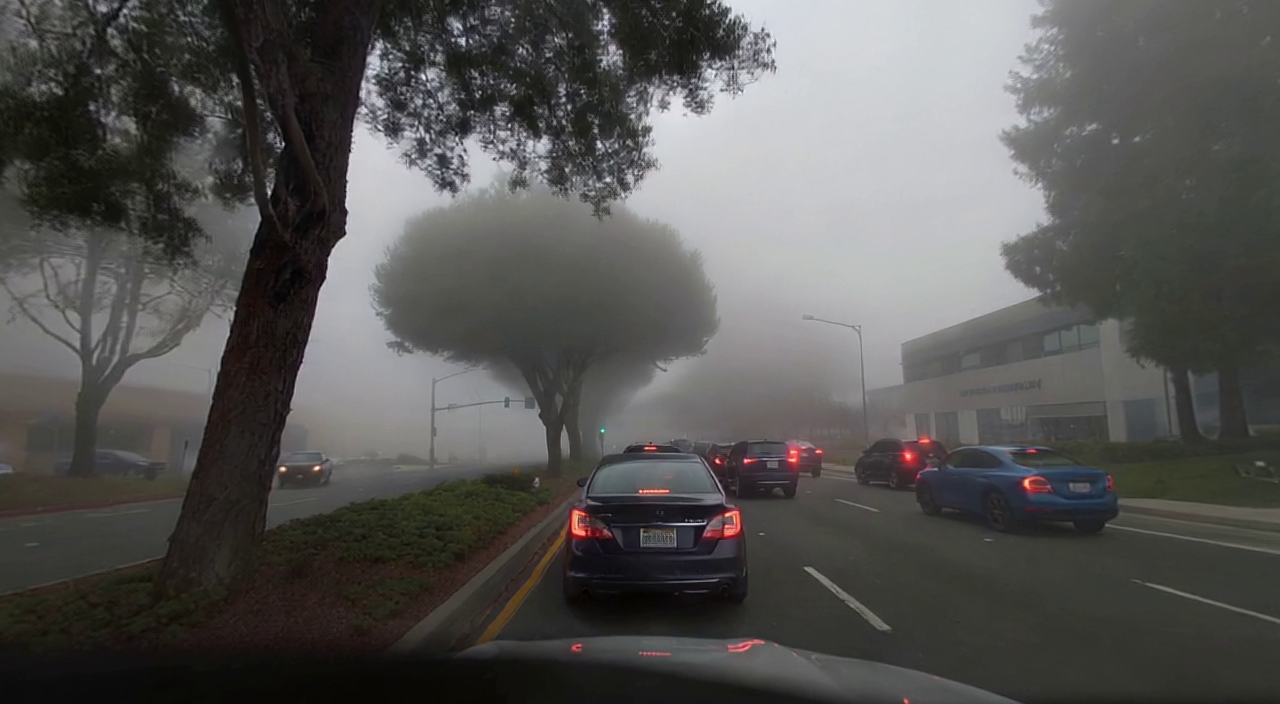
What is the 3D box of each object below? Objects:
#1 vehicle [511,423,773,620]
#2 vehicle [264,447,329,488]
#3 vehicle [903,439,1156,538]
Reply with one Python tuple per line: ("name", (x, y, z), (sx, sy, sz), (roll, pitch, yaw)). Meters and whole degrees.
("vehicle", (-0.014, 1.603, 7.017), (1.977, 1.465, 4.376), (0, -8, -1))
("vehicle", (-16.099, 5.394, 29.791), (2.163, 1.743, 4.428), (3, -9, -22))
("vehicle", (6.841, 2.399, 11.797), (1.911, 1.468, 4.417), (0, -8, 0))
